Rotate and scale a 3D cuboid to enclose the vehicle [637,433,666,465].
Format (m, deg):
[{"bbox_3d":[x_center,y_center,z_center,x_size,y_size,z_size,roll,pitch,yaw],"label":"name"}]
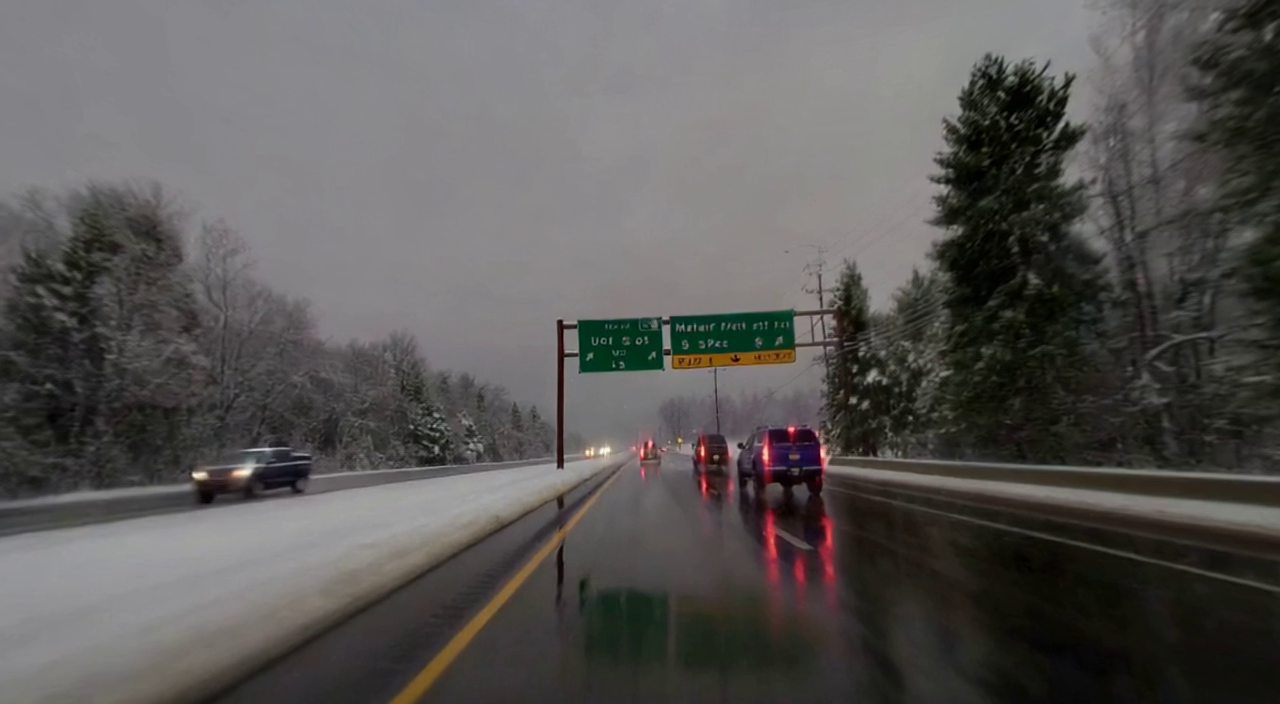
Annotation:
[{"bbox_3d":[0.815,7.320,47.703,2.099,2.260,4.899,0,-9,-1],"label":"vehicle"}]

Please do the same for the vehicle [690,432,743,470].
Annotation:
[{"bbox_3d":[4.642,6.115,39.277,2.594,2.155,5.670,0,-8,0],"label":"vehicle"}]

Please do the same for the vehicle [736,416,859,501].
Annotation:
[{"bbox_3d":[4.265,3.001,18.122,2.145,2.069,5.057,0,-8,-1],"label":"vehicle"}]

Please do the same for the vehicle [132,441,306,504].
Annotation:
[{"bbox_3d":[-15.107,4.315,23.251,2.154,1.969,6.037,-1,-9,1],"label":"vehicle"}]
